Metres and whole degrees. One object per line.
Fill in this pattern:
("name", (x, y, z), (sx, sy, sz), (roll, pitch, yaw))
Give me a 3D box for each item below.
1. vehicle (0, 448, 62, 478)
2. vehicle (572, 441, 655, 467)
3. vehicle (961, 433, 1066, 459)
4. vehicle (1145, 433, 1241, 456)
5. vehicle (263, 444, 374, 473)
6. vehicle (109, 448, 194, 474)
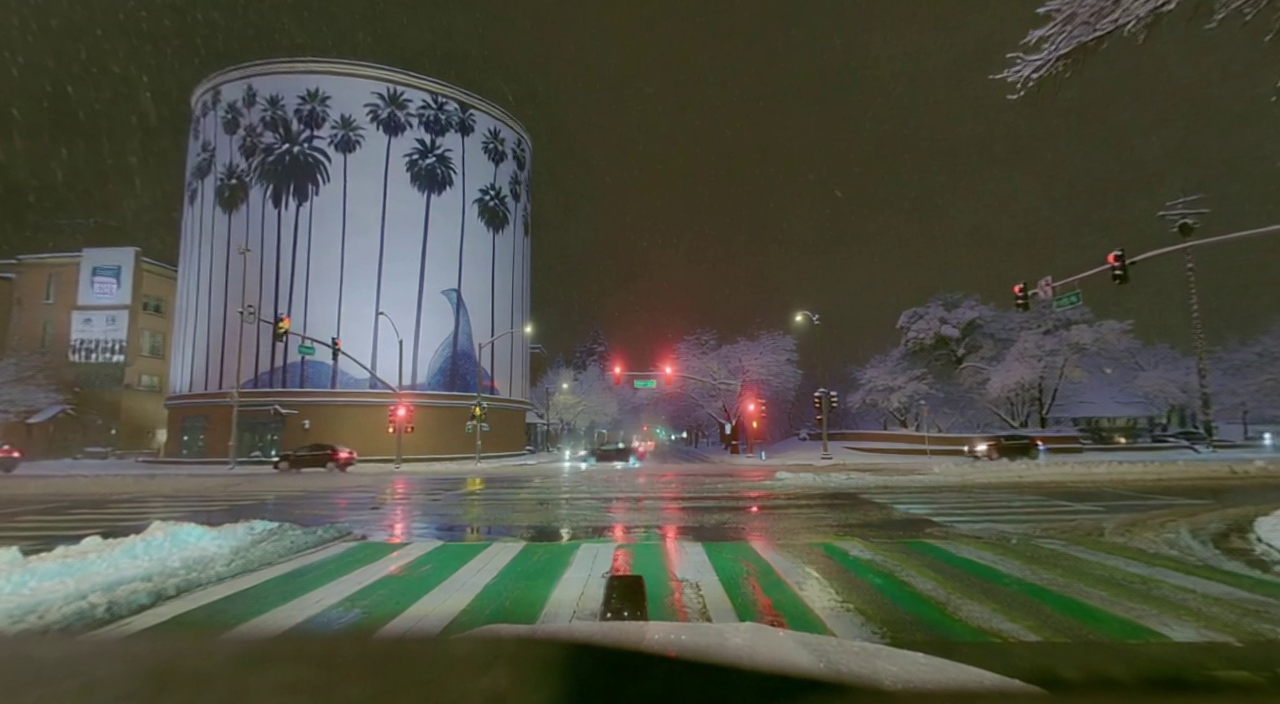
("vehicle", (-37.572, 6.544, 37.335), (4.648, 1.665, 1.910), (0, -8, 0))
("vehicle", (-1.489, 5.988, 37.173), (4.784, 1.465, 1.798), (0, -8, 1))
("vehicle", (21.614, 5.450, 36.606), (4.893, 1.458, 1.791), (0, -8, 0))
("vehicle", (36.121, 6.025, 41.239), (4.606, 1.449, 1.687), (0, -8, 2))
("vehicle", (-16.938, 5.619, 33.306), (4.875, 1.461, 1.777), (0, -8, 2))
("vehicle", (-33.101, 7.397, 42.765), (4.136, 1.661, 1.857), (0, -8, 1))
